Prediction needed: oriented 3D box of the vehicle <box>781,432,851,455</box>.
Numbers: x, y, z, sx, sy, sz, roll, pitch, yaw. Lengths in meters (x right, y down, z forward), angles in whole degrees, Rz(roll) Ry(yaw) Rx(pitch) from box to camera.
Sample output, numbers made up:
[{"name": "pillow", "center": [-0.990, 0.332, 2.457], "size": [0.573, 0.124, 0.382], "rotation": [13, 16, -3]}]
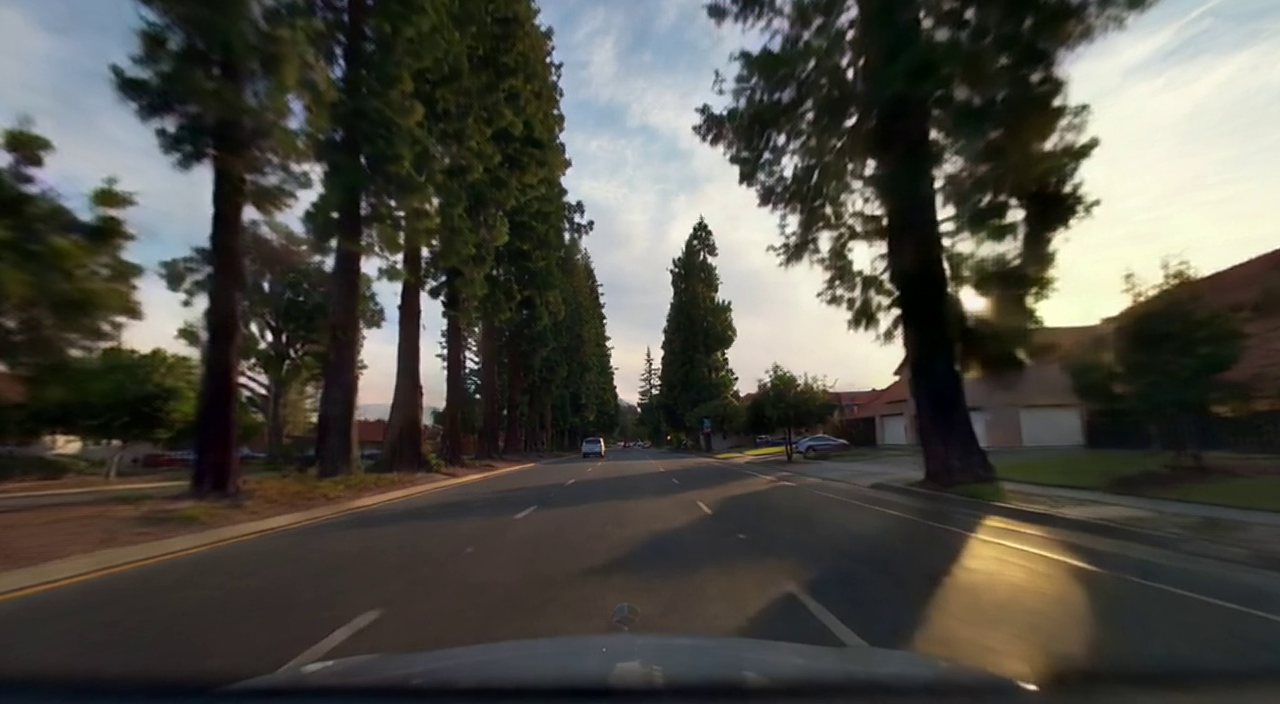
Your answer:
[{"name": "vehicle", "center": [12.206, 6.339, 43.739], "size": [4.630, 1.461, 1.817], "rotation": [4, -9, -27]}]
